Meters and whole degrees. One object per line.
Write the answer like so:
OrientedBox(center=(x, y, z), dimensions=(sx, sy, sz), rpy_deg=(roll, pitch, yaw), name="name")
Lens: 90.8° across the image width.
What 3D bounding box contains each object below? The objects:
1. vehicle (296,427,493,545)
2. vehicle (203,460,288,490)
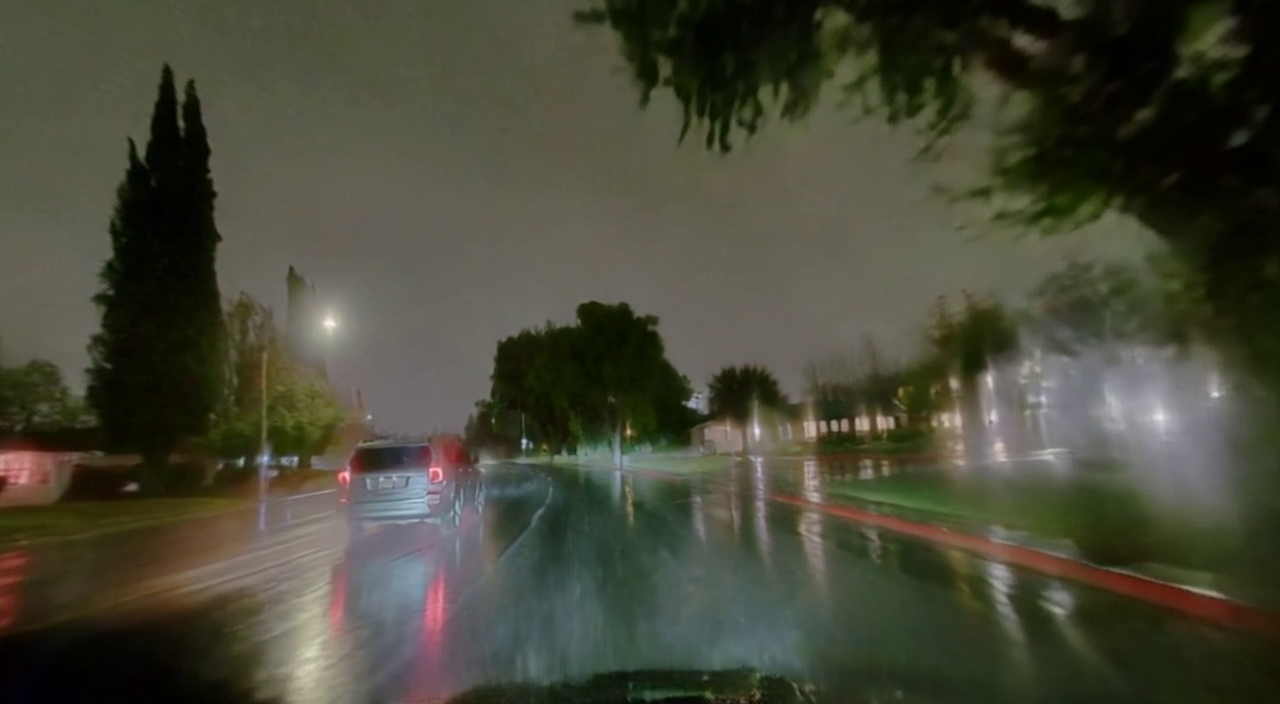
OrientedBox(center=(-4.327, 2.418, 12.094), dimensions=(2.175, 1.772, 4.442), rpy_deg=(0, -9, -3), name="vehicle")
OrientedBox(center=(-28.829, 8.976, 46.275), dimensions=(4.809, 1.471, 2.012), rpy_deg=(-5, -7, -14), name="vehicle")
